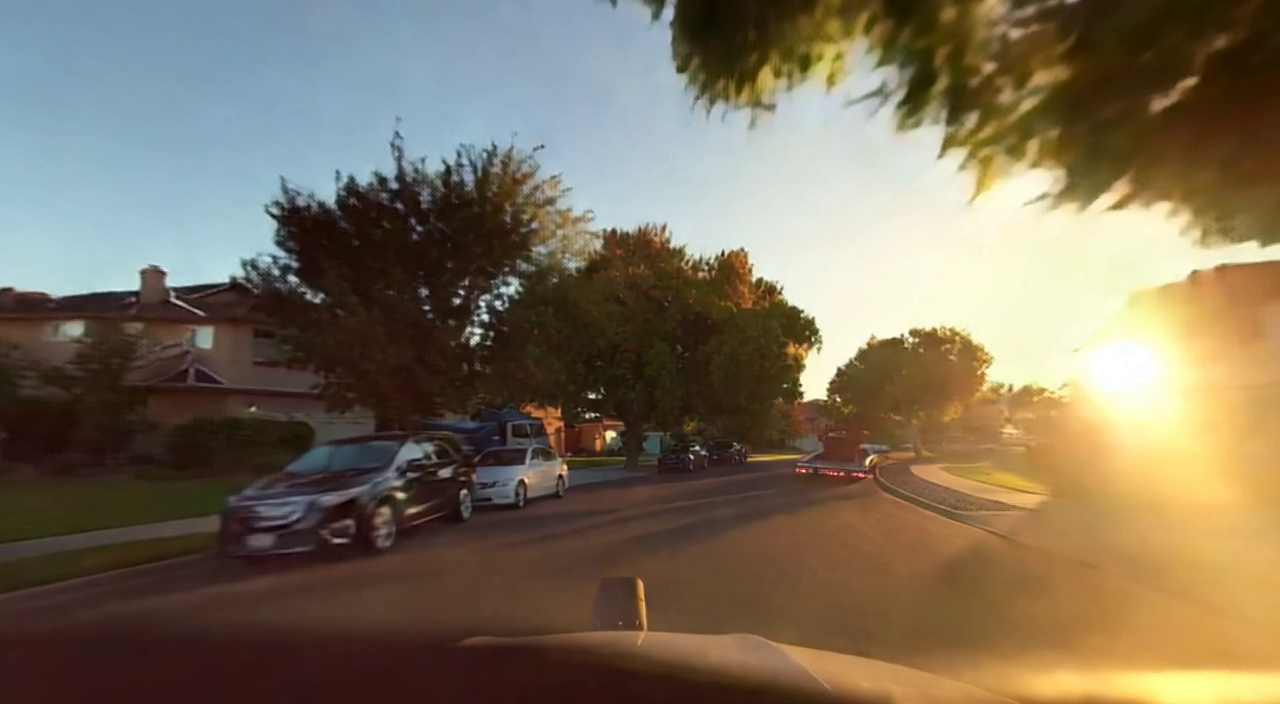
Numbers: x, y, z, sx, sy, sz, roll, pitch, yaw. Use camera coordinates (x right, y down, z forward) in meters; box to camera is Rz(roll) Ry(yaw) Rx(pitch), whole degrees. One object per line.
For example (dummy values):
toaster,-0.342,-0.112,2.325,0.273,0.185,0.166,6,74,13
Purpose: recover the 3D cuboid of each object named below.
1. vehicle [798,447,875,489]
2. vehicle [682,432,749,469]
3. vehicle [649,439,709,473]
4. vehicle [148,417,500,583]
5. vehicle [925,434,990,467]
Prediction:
vehicle,8.664,4.926,27.423,2.804,1.336,6.700,-2,-7,19
vehicle,5.218,6.628,42.538,2.632,2.249,6.179,-4,-9,24
vehicle,2.222,5.699,34.662,2.052,1.745,4.737,-3,-9,19
vehicle,-4.116,1.920,9.568,2.274,1.784,5.090,-1,-7,7
vehicle,21.245,6.601,42.252,3.470,2.123,1.584,0,-7,6
